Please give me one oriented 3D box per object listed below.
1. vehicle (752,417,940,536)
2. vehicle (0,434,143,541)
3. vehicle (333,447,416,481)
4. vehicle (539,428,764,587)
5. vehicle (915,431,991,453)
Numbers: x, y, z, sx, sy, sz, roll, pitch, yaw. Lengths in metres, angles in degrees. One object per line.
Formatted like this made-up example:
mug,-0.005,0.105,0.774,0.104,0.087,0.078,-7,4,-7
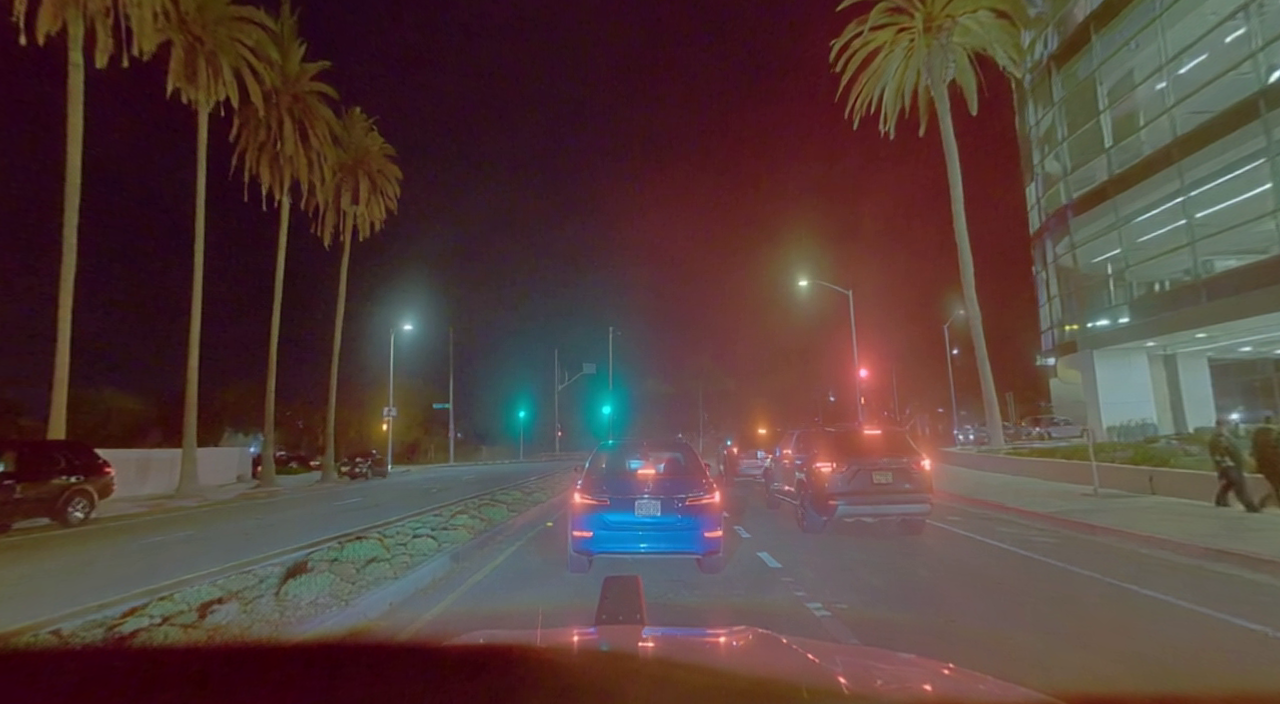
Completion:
vehicle,3.410,2.155,11.508,2.003,1.733,4.319,0,-8,1
vehicle,-13.050,2.717,12.280,2.240,1.964,5.707,-6,-8,0
vehicle,-13.176,5.565,31.707,1.965,1.507,4.725,-1,-8,2
vehicle,0.148,1.750,7.938,2.088,1.452,3.993,0,-8,1
vehicle,22.753,6.551,46.001,4.479,1.513,2.074,1,-9,-7
